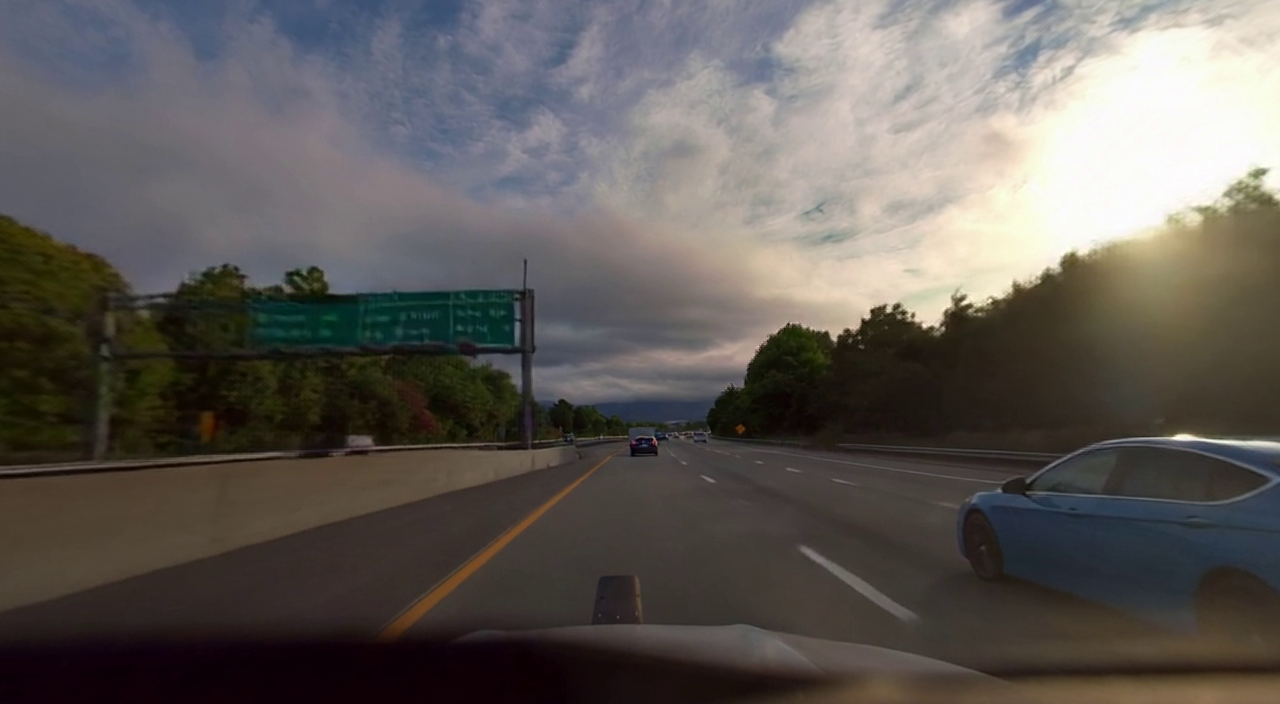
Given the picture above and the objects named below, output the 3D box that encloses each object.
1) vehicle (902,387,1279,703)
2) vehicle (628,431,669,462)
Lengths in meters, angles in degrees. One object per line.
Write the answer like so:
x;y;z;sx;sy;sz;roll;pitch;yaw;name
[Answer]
3.608;1.064;3.885;1.981;1.467;4.459;0;-8;-1;vehicle
0.387;4.972;33.410;2.046;1.526;3.903;0;-8;-1;vehicle
